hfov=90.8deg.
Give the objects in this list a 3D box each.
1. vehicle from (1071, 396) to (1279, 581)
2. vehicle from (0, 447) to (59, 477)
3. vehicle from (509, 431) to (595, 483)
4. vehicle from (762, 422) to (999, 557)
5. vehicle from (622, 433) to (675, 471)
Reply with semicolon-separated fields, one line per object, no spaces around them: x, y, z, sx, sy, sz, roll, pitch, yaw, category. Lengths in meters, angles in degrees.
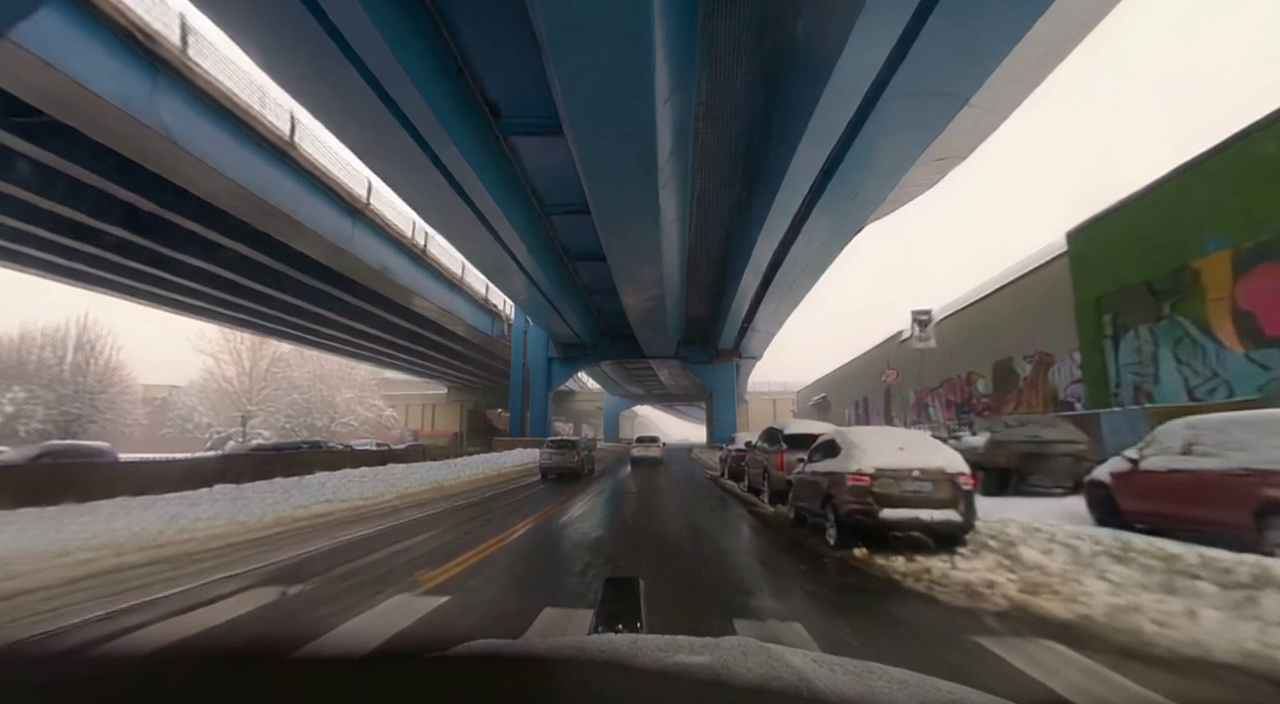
7.616;1.532;7.385;2.275;1.834;4.294;1;-7;3;vehicle
-33.688;5.809;33.355;4.152;1.520;1.914;9;-12;-39;vehicle
-2.762;3.421;20.905;2.024;1.533;4.549;0;-8;2;vehicle
3.245;1.897;9.550;1.983;1.589;4.010;0;-8;0;vehicle
0.402;4.403;28.030;2.155;1.571;3.734;0;-8;2;vehicle
